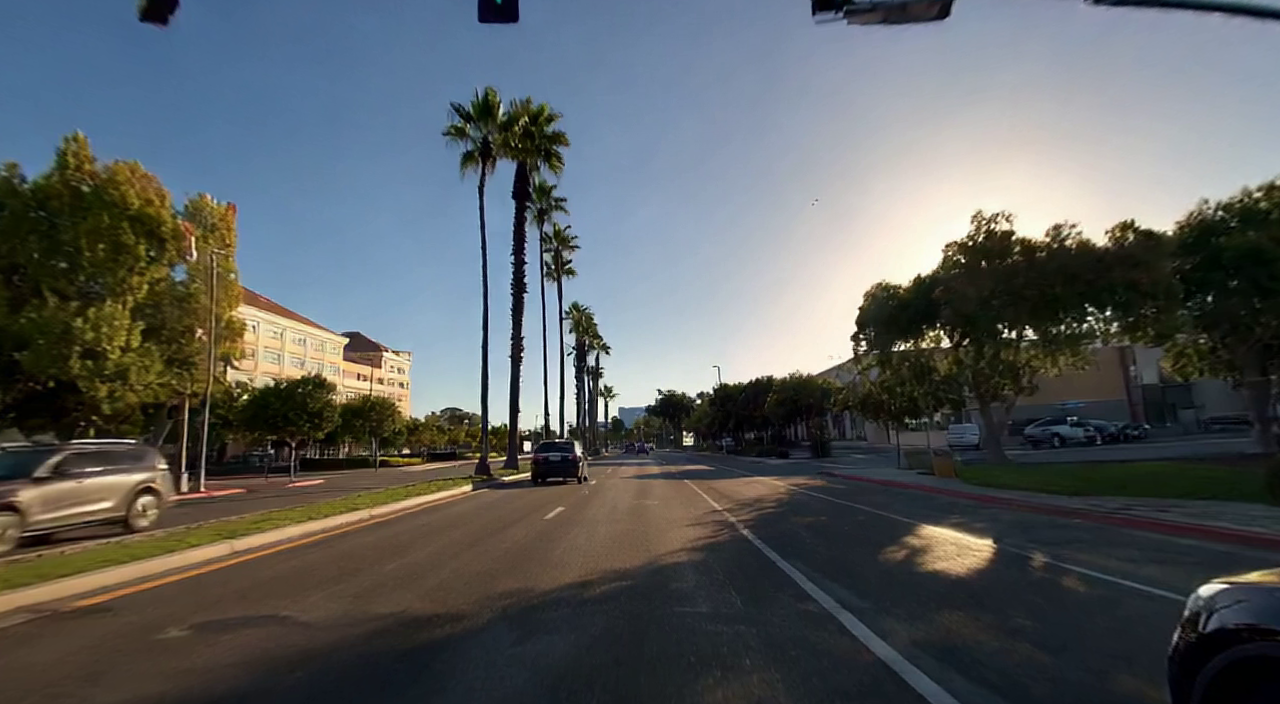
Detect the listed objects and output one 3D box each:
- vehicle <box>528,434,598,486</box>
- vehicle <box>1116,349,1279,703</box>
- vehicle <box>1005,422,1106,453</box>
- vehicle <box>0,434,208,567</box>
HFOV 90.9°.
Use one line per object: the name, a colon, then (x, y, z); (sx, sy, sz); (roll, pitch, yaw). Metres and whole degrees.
vehicle: (-2.768, 4.007, 23.679); (1.998, 1.743, 4.402); (-1, -8, 1)
vehicle: (2.762, 0.524, 0.208); (1.946, 1.513, 4.133); (0, -8, 0)
vehicle: (23.533, 4.863, 35.789); (4.283, 1.700, 1.965); (0, -8, 0)
vehicle: (-8.352, 1.873, 8.351); (2.012, 1.500, 4.636); (0, -8, -1)
